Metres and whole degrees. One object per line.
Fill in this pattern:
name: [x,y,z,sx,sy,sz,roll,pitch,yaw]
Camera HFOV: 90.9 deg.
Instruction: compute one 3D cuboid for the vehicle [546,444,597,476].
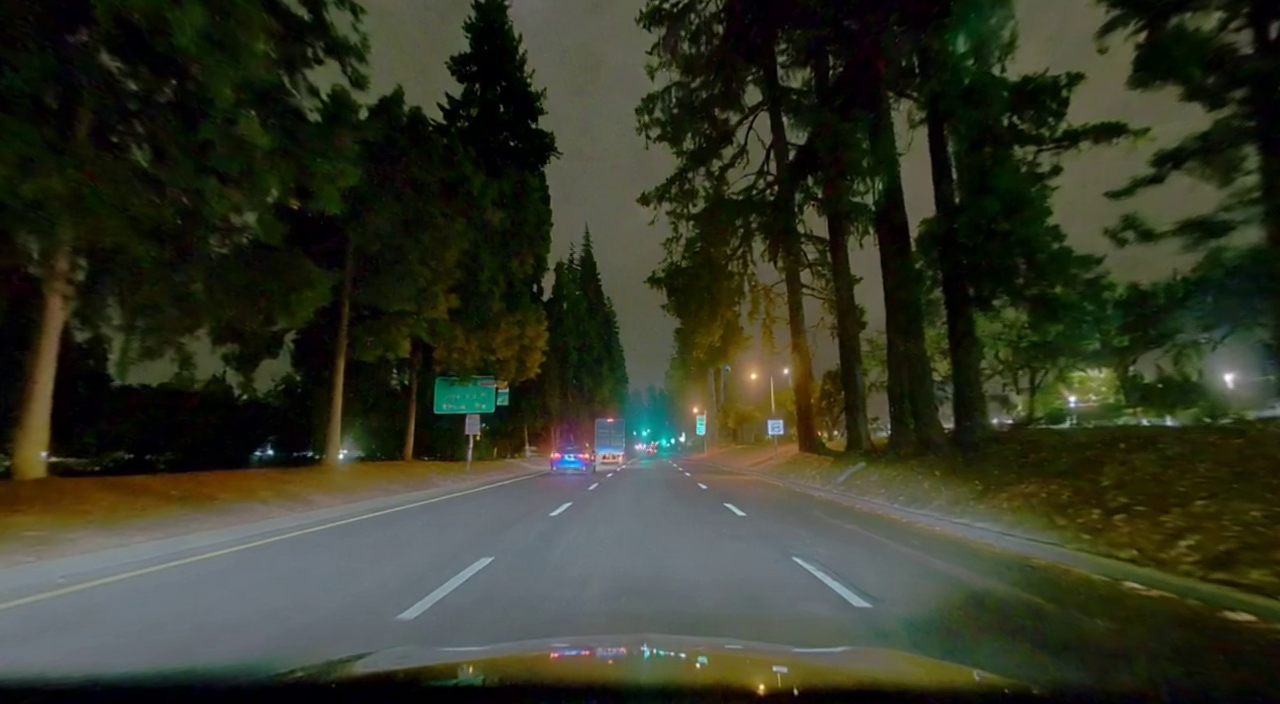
vehicle: [-3.329,5.362,31.490,2.005,1.462,4.345,0,-8,1]
